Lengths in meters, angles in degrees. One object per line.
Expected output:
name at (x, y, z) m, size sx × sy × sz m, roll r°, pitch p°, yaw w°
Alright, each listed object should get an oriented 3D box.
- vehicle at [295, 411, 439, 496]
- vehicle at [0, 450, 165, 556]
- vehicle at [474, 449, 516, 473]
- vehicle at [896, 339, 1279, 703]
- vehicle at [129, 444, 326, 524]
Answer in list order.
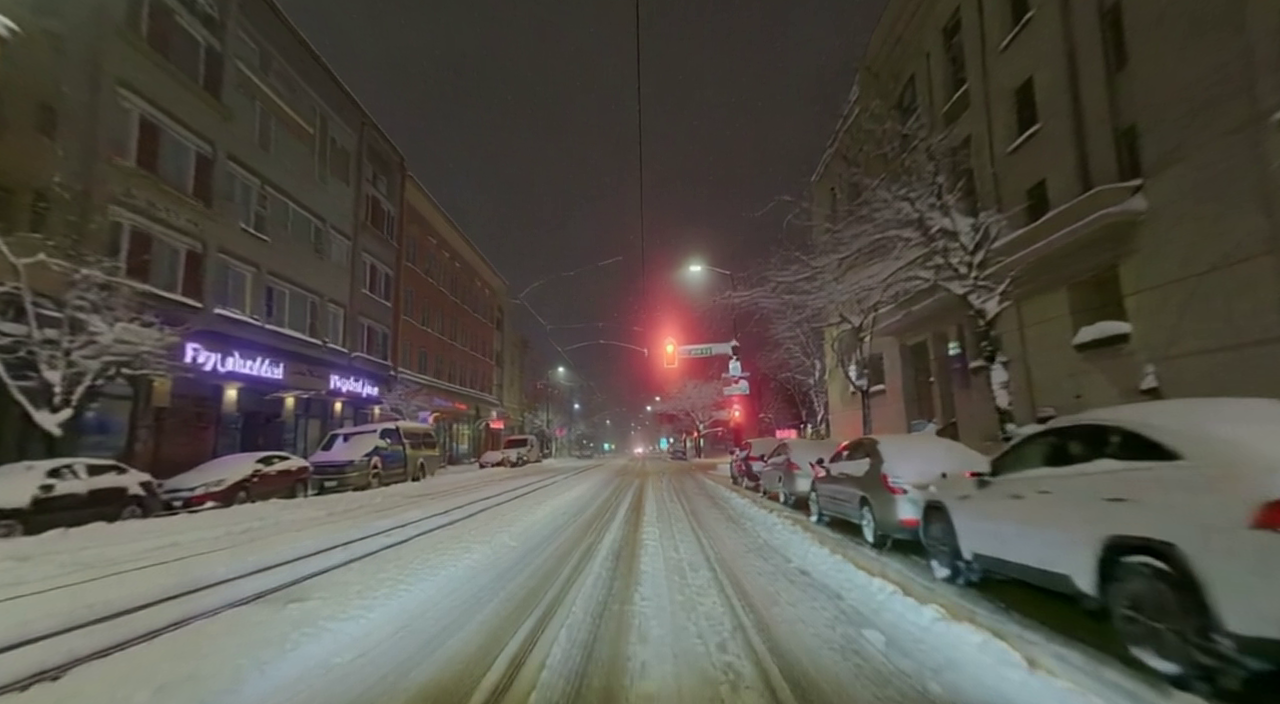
vehicle at (-9.975, 3.822, 23.901) m, size 2.291 × 2.745 × 6.492 m, roll -1°, pitch -9°, yaw 2°
vehicle at (-10.245, 2.385, 10.298) m, size 1.841 × 1.488 × 3.852 m, roll 0°, pitch -8°, yaw 2°
vehicle at (-9.567, 7.226, 41.928) m, size 1.897 × 1.464 × 4.209 m, roll 0°, pitch -8°, yaw -2°
vehicle at (3.708, 1.032, 4.238) m, size 1.927 × 1.713 × 4.807 m, roll 0°, pitch -8°, yaw 0°
vehicle at (-9.964, 3.151, 15.720) m, size 1.837 × 1.668 × 4.354 m, roll -1°, pitch -8°, yaw 2°
